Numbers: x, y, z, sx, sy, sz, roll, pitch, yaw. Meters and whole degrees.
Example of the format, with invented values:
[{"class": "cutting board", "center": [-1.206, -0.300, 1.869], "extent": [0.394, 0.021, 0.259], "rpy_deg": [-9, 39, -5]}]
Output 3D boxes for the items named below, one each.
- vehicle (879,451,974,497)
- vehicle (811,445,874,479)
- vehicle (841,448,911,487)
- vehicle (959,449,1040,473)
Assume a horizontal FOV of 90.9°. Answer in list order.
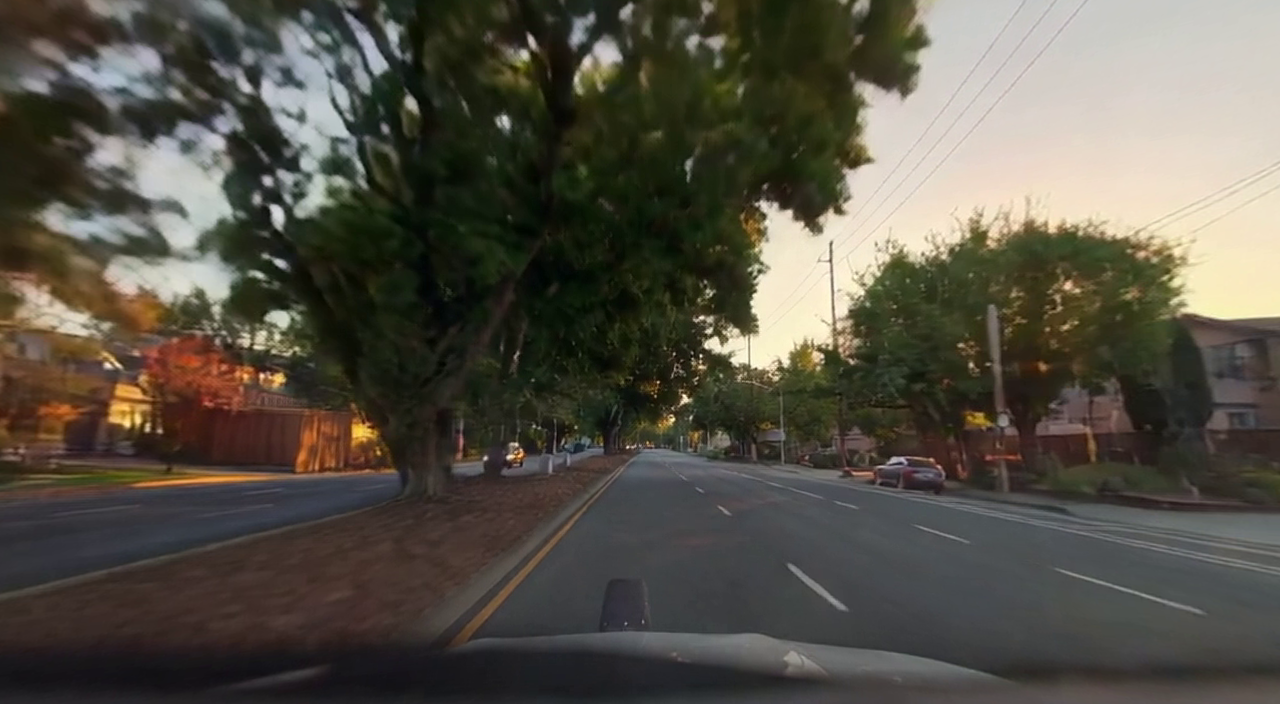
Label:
[{"class": "vehicle", "center": [11.683, 4.962, 26.034], "extent": [2.061, 1.575, 4.098], "rpy_deg": [4, -8, 1]}, {"class": "vehicle", "center": [11.957, 6.500, 37.600], "extent": [2.178, 1.858, 4.726], "rpy_deg": [0, -8, -1]}, {"class": "vehicle", "center": [11.814, 5.772, 31.860], "extent": [1.869, 1.522, 4.295], "rpy_deg": [8, -8, 1]}, {"class": "vehicle", "center": [25.918, 7.873, 45.525], "extent": [4.670, 1.636, 1.946], "rpy_deg": [0, -8, 0]}]
